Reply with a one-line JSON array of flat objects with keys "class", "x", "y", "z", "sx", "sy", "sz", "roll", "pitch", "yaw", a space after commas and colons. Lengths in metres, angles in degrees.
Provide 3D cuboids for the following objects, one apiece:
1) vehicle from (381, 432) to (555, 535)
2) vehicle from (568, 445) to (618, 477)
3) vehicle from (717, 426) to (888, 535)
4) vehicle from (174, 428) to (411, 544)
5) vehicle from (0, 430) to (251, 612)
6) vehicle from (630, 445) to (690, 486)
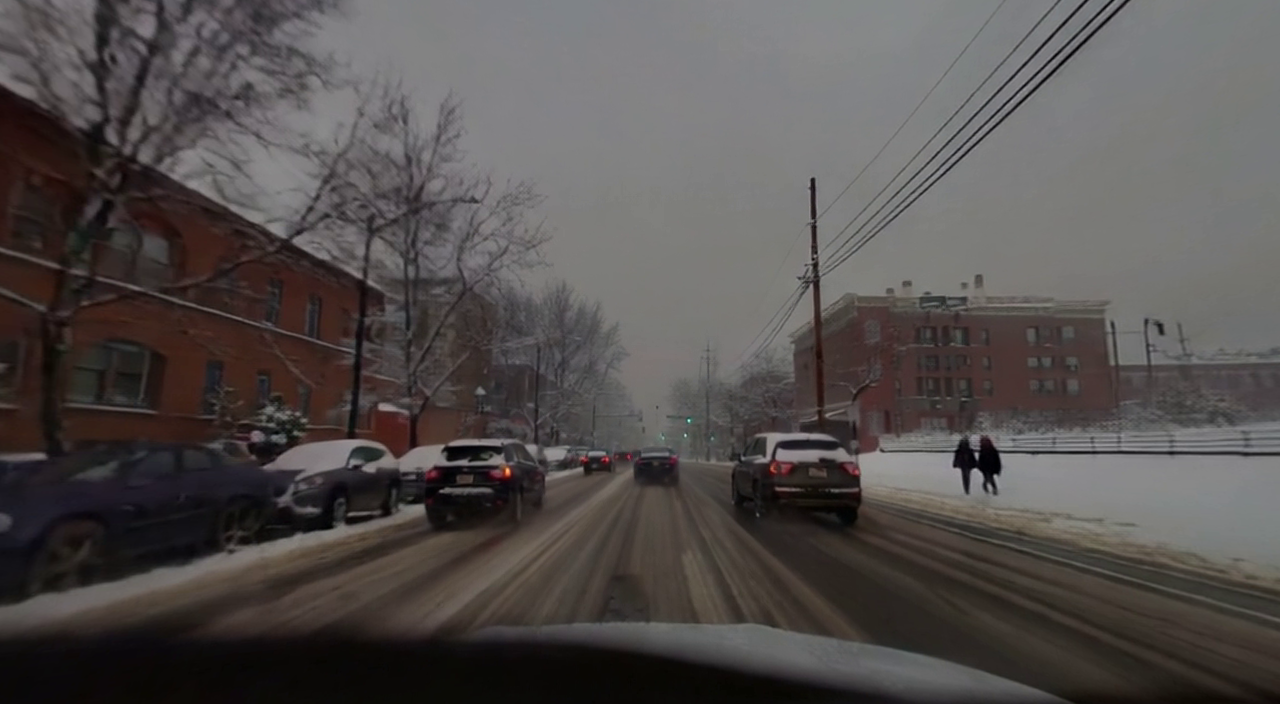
[{"class": "vehicle", "x": -3.034, "y": 2.408, "z": 12.128, "sx": 2.085, "sy": 1.619, "sz": 3.976, "roll": -1, "pitch": -9, "yaw": 2}, {"class": "vehicle", "x": -2.328, "y": 5.580, "z": 32.445, "sx": 2.019, "sy": 1.507, "sz": 4.643, "roll": -1, "pitch": -9, "yaw": 2}, {"class": "vehicle", "x": 2.852, "y": 2.374, "z": 12.255, "sx": 2.094, "sy": 1.709, "sz": 4.394, "roll": 0, "pitch": -9, "yaw": -1}, {"class": "vehicle", "x": -5.944, "y": 2.317, "z": 11.511, "sx": 1.867, "sy": 1.692, "sz": 4.188, "roll": 0, "pitch": -9, "yaw": 1}, {"class": "vehicle", "x": -6.178, "y": 1.723, "z": 7.104, "sx": 1.620, "sy": 1.586, "sz": 2.903, "roll": 0, "pitch": -9, "yaw": 1}, {"class": "vehicle", "x": 0.758, "y": 4.431, "z": 24.951, "sx": 2.139, "sy": 1.466, "sz": 4.373, "roll": 0, "pitch": -9, "yaw": 1}]
